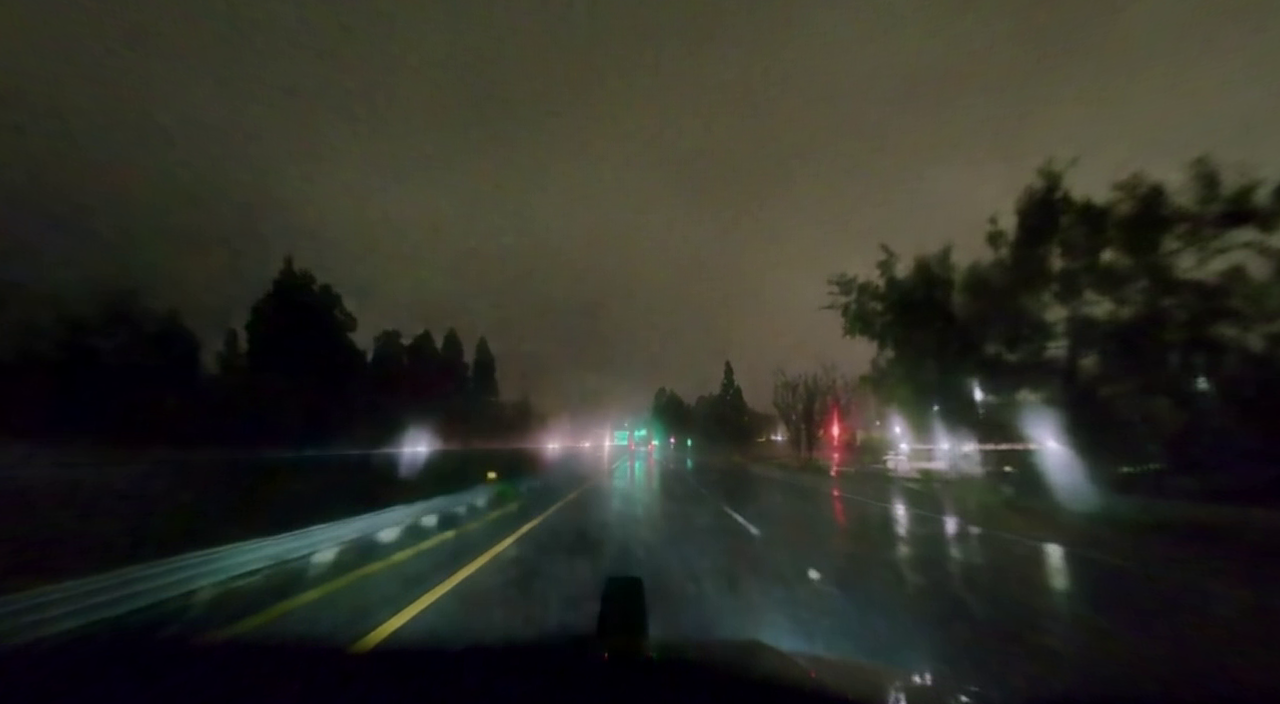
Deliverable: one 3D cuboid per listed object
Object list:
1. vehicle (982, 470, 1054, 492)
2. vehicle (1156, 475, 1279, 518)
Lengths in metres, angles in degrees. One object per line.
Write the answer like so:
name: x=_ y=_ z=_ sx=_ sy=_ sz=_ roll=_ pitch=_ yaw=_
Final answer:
vehicle: x=28.822 y=9.833 z=48.257 sx=4.599 sy=1.466 sz=1.982 roll=-4 pitch=-9 yaw=28
vehicle: x=29.184 y=7.149 z=31.492 sx=4.895 sy=1.819 sz=2.060 roll=-5 pitch=-10 yaw=32
